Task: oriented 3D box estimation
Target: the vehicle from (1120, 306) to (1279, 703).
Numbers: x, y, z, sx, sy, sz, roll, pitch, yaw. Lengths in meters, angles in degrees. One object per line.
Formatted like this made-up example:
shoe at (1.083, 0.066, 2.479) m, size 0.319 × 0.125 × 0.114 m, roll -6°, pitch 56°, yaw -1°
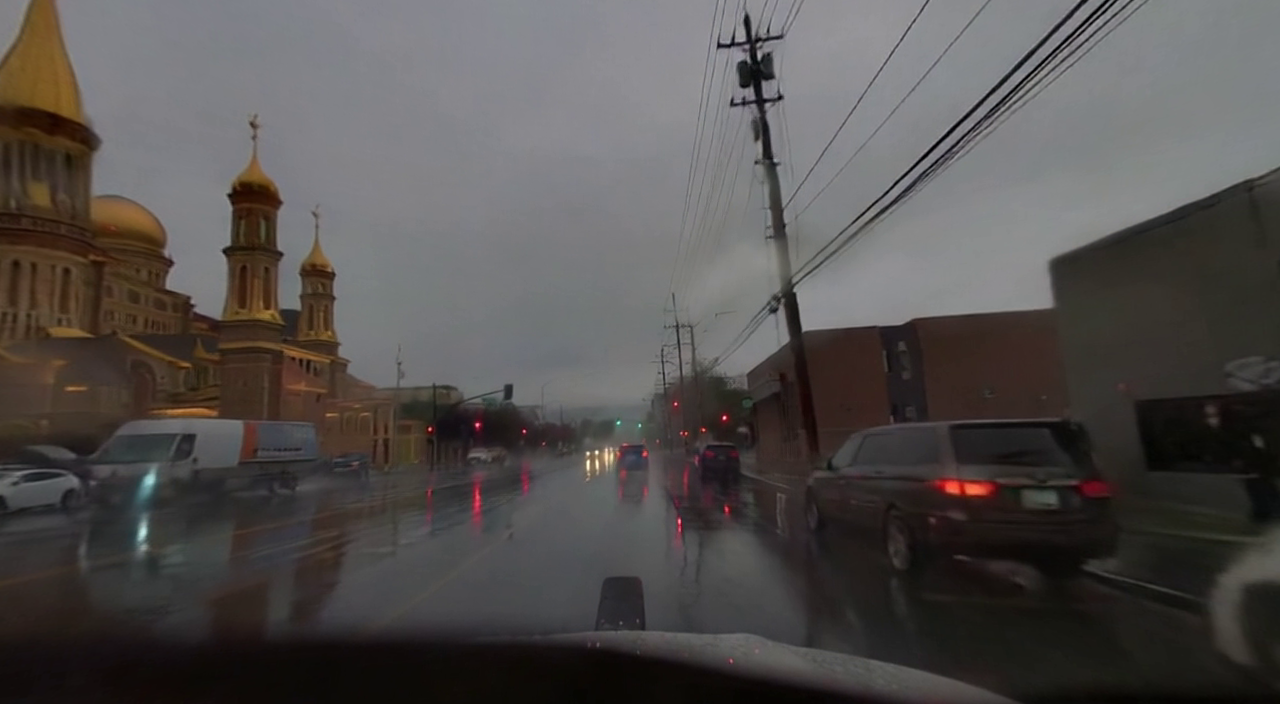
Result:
vehicle at (3.633, 0.548, 1.050) m, size 2.140 × 1.890 × 4.402 m, roll 0°, pitch -9°, yaw 0°

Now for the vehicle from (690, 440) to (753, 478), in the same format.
vehicle at (3.520, 4.738, 28.180) m, size 1.944 × 1.530 × 4.539 m, roll 0°, pitch -9°, yaw -4°

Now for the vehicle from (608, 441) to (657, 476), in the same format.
vehicle at (-0.353, 4.873, 29.114) m, size 2.049 × 1.453 × 4.299 m, roll 0°, pitch -8°, yaw -1°

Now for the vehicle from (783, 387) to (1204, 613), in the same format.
vehicle at (3.616, 1.643, 8.180) m, size 2.204 × 1.845 × 5.597 m, roll 1°, pitch -8°, yaw 0°

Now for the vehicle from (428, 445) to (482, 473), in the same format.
vehicle at (-12.592, 7.285, 43.351) m, size 2.071 × 1.814 × 5.185 m, roll 0°, pitch -9°, yaw 1°

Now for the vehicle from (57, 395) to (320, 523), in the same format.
vehicle at (-12.123, 2.947, 17.932) m, size 2.961 × 2.739 × 6.276 m, roll -4°, pitch -8°, yaw -1°
